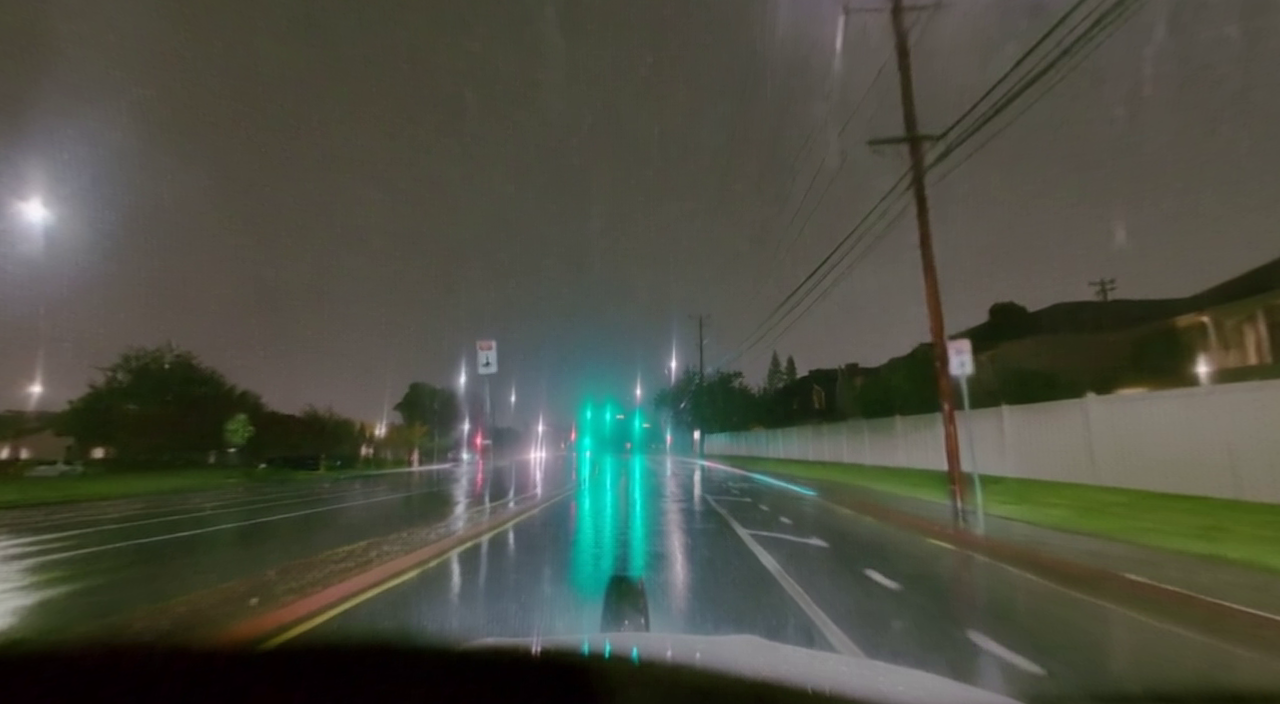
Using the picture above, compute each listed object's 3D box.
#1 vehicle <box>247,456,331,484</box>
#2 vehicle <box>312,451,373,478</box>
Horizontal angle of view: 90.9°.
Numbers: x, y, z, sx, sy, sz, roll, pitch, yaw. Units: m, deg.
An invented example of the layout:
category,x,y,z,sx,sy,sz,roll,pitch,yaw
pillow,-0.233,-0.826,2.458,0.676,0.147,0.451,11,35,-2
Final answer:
category,x,y,z,sx,sy,sz,roll,pitch,yaw
vehicle,-21.427,7.179,38.747,1.919,1.497,5.140,-1,-8,4
vehicle,-21.377,8.060,45.513,1.974,1.704,4.628,0,-8,2
